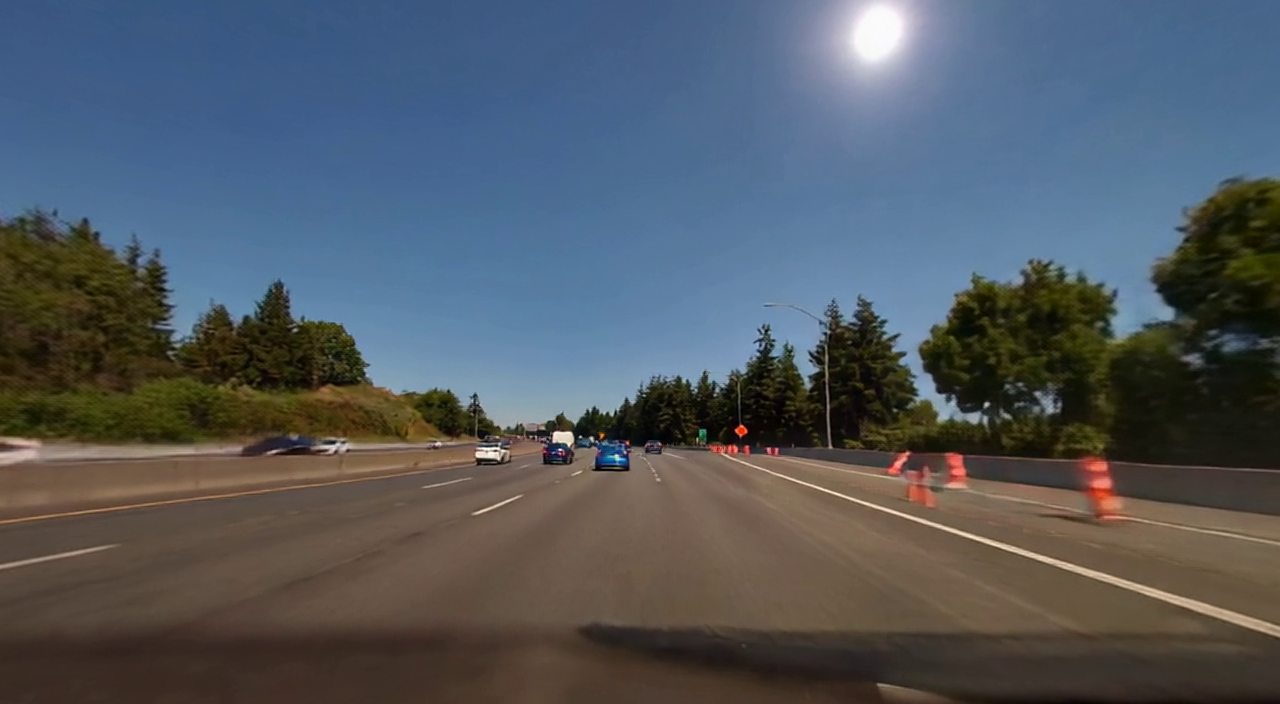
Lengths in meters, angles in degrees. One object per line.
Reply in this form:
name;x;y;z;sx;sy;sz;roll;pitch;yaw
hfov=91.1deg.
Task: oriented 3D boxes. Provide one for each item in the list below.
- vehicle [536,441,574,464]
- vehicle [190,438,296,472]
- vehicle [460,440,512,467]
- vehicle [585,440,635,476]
vehicle;-5.745;6.845;42.943;1.951;1.439;4.633;0;-8;0
vehicle;-19.387;5.024;30.986;1.991;1.500;5.020;0;-8;0
vehicle;-9.064;5.989;37.228;1.946;1.472;4.472;0;-8;0
vehicle;-1.256;4.710;28.196;1.963;1.462;4.681;0;-8;0
